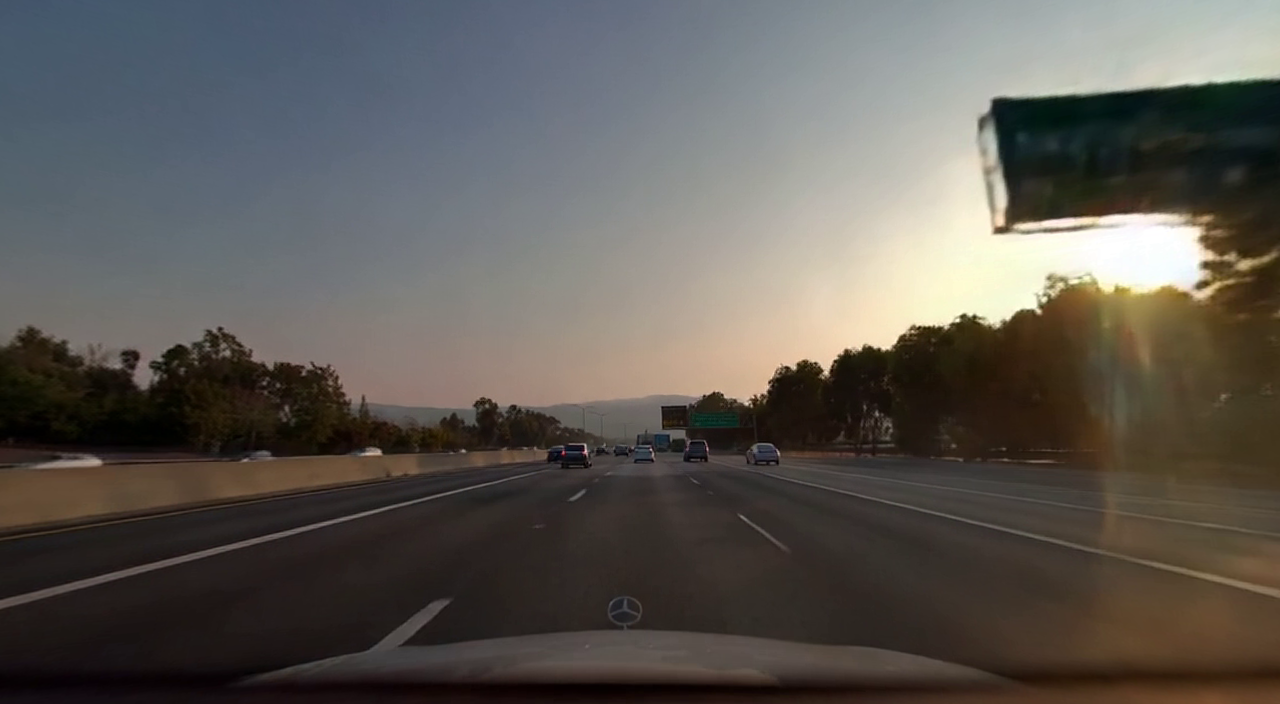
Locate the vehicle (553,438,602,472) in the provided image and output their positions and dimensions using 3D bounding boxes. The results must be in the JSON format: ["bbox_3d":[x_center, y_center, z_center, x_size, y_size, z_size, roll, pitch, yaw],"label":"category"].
[{"bbox_3d":[-3.398,5.736,35.240,2.118,1.750,4.875,0,-9,1],"label":"vehicle"}]

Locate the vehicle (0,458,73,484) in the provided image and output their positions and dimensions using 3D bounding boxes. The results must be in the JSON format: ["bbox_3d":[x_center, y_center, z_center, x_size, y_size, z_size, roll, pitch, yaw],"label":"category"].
[{"bbox_3d":[-36.887,7.117,37.870,1.738,1.412,4.086,0,-9,1],"label":"vehicle"}]

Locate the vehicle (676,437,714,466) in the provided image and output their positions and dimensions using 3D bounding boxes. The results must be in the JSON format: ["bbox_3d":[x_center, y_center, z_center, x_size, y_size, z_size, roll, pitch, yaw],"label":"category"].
[{"bbox_3d":[4.050,7.410,47.017,2.348,1.991,5.460,0,-9,0],"label":"vehicle"}]

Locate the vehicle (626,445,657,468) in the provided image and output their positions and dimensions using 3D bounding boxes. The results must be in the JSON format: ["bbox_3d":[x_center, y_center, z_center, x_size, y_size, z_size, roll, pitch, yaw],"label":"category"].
[{"bbox_3d":[0.155,7.241,43.868,2.050,1.452,3.917,0,-9,2],"label":"vehicle"}]

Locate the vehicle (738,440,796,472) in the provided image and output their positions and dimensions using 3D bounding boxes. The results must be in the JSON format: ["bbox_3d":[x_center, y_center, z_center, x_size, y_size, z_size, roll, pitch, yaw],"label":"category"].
[{"bbox_3d":[6.998,5.787,35.311,2.196,1.659,4.451,0,-9,-2],"label":"vehicle"}]
